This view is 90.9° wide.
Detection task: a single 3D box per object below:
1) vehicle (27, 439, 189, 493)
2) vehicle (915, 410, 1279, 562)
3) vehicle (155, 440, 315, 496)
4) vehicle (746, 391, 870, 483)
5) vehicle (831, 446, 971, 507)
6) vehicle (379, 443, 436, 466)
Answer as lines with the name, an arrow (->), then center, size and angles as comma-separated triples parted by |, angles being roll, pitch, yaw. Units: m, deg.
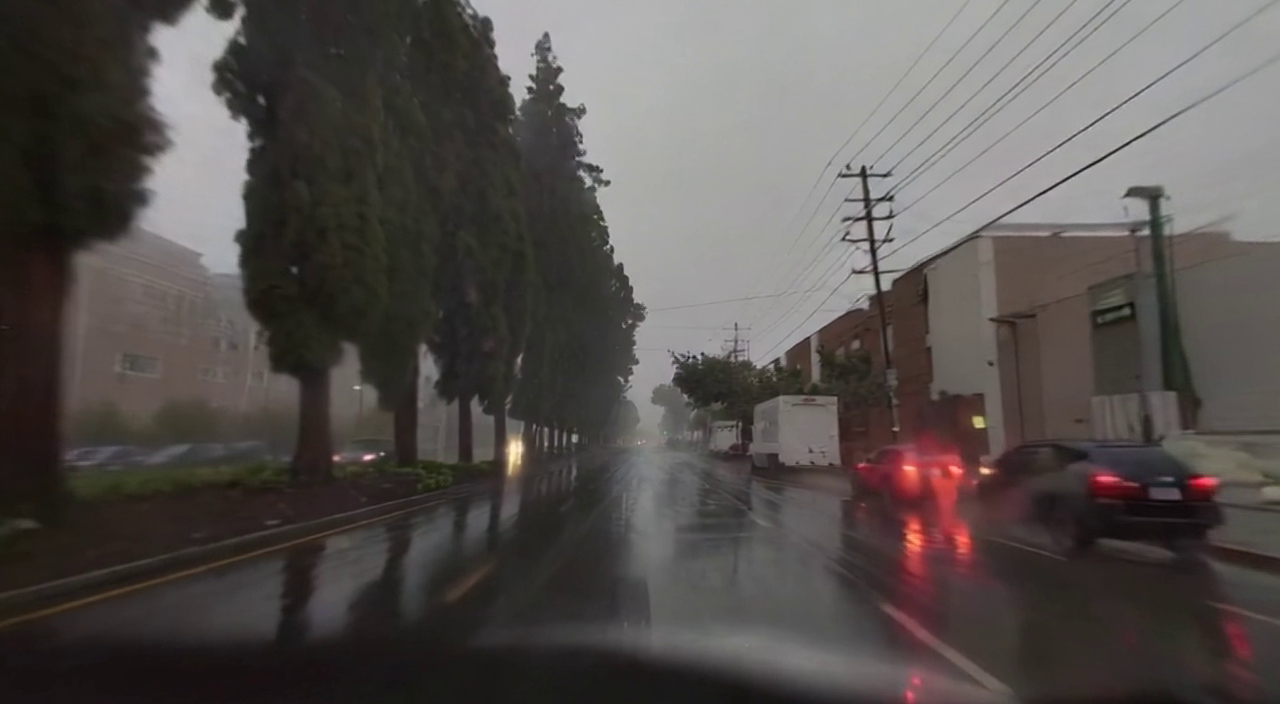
vehicle -> -22.164, 4.844, 26.645 | 2.327, 2.006, 5.039 | -1, -11, 1
vehicle -> 6.926, 2.045, 10.481 | 2.258, 1.845, 5.381 | 0, -8, 0
vehicle -> -12.029, 3.440, 19.155 | 1.853, 1.498, 4.465 | 0, -8, 0
vehicle -> 6.921, 3.803, 27.655 | 2.761, 3.342, 8.958 | 0, -9, -1
vehicle -> 6.805, 3.254, 17.050 | 1.762, 1.414, 4.540 | 0, -8, -1
vehicle -> -15.094, 6.663, 41.143 | 1.863, 1.440, 4.771 | 0, -8, 1
